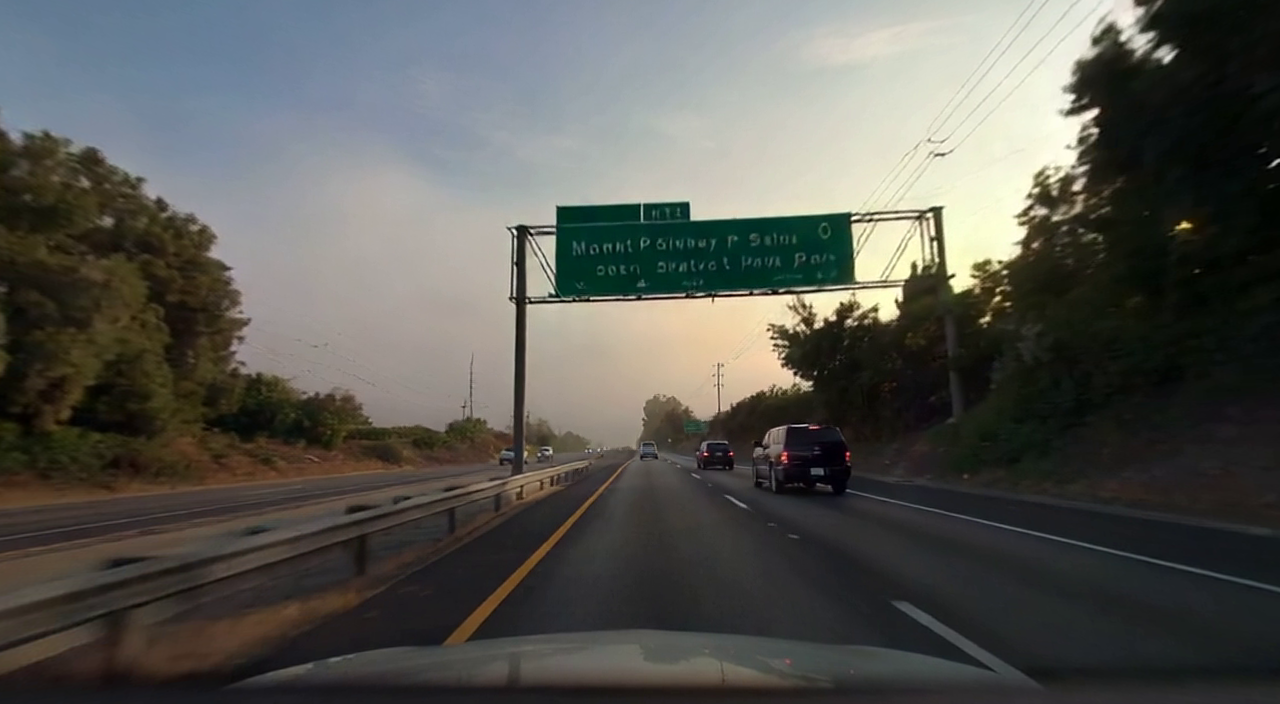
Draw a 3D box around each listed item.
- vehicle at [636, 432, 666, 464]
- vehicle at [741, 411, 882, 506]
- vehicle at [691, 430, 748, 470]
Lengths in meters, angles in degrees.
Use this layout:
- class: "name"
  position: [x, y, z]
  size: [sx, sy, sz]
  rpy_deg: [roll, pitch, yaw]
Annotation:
- class: "vehicle"
  position: [0.790, 7.289, 47.899]
  size: [2.099, 2.260, 4.899]
  rpy_deg: [0, -8, -1]
- class: "vehicle"
  position: [4.184, 2.712, 16.452]
  size: [2.145, 2.069, 5.057]
  rpy_deg: [0, -8, -1]
- class: "vehicle"
  position: [4.587, 5.755, 37.281]
  size: [2.594, 2.155, 5.670]
  rpy_deg: [0, -8, 0]
